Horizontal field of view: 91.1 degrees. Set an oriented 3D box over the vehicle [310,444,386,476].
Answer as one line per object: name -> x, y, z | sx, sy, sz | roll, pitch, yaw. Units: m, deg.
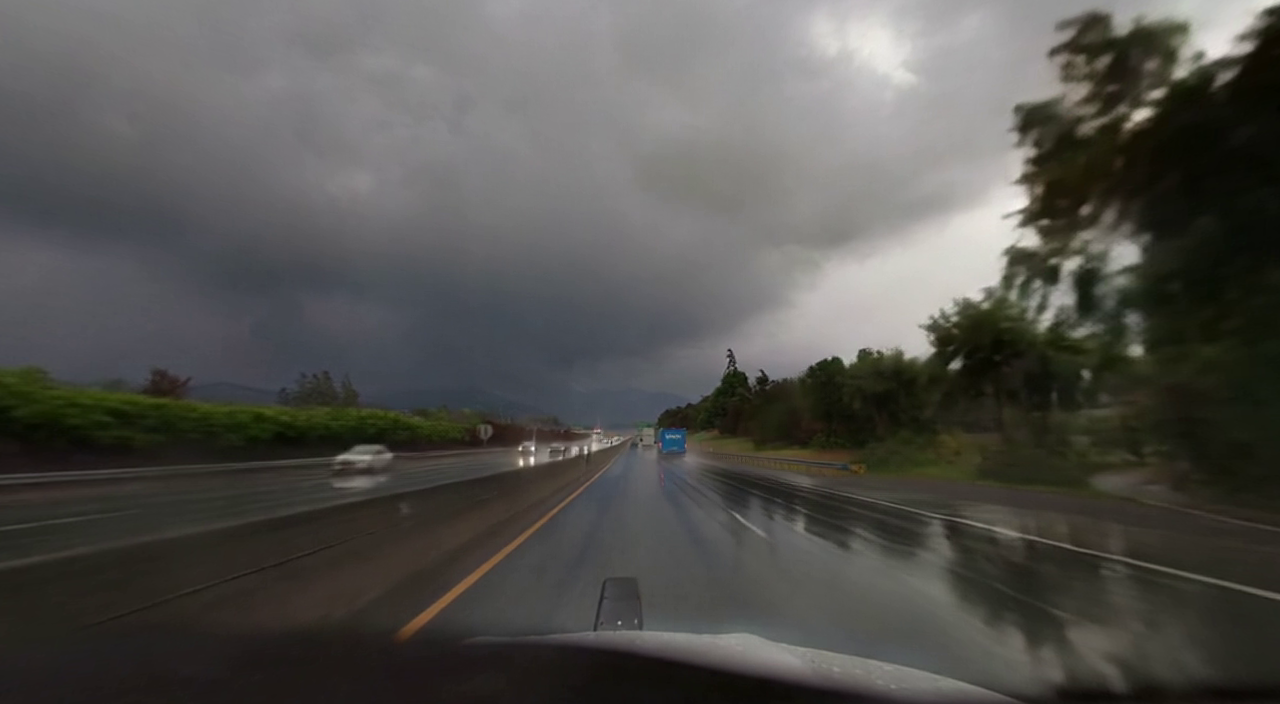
vehicle -> -14.480, 5.365, 31.420 | 1.803, 1.483, 3.982 | -1, -9, 1
